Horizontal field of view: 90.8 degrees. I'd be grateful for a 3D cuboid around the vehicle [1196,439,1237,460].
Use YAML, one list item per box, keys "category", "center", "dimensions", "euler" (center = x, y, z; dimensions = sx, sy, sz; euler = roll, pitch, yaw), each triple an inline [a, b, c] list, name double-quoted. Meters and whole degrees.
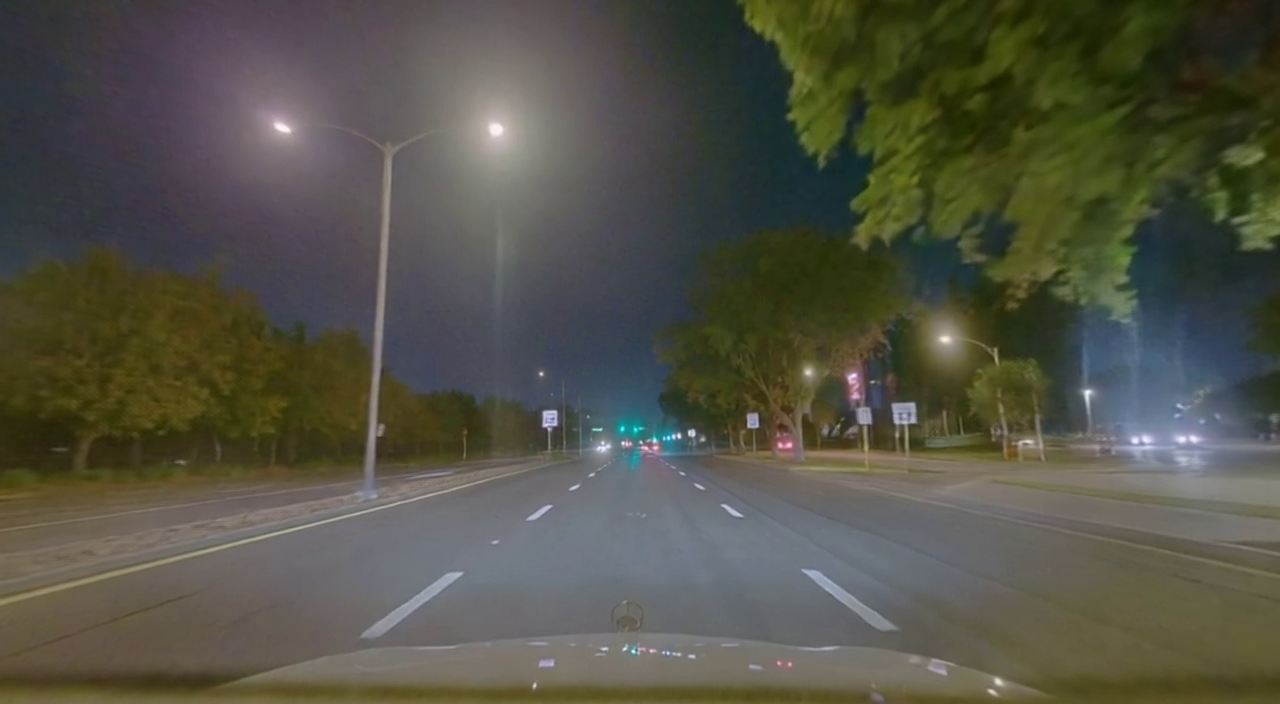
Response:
- category: "vehicle"
  center: [42.332, 7.130, 46.442]
  dimensions: [1.973, 1.476, 4.358]
  euler: [-7, -11, 40]
